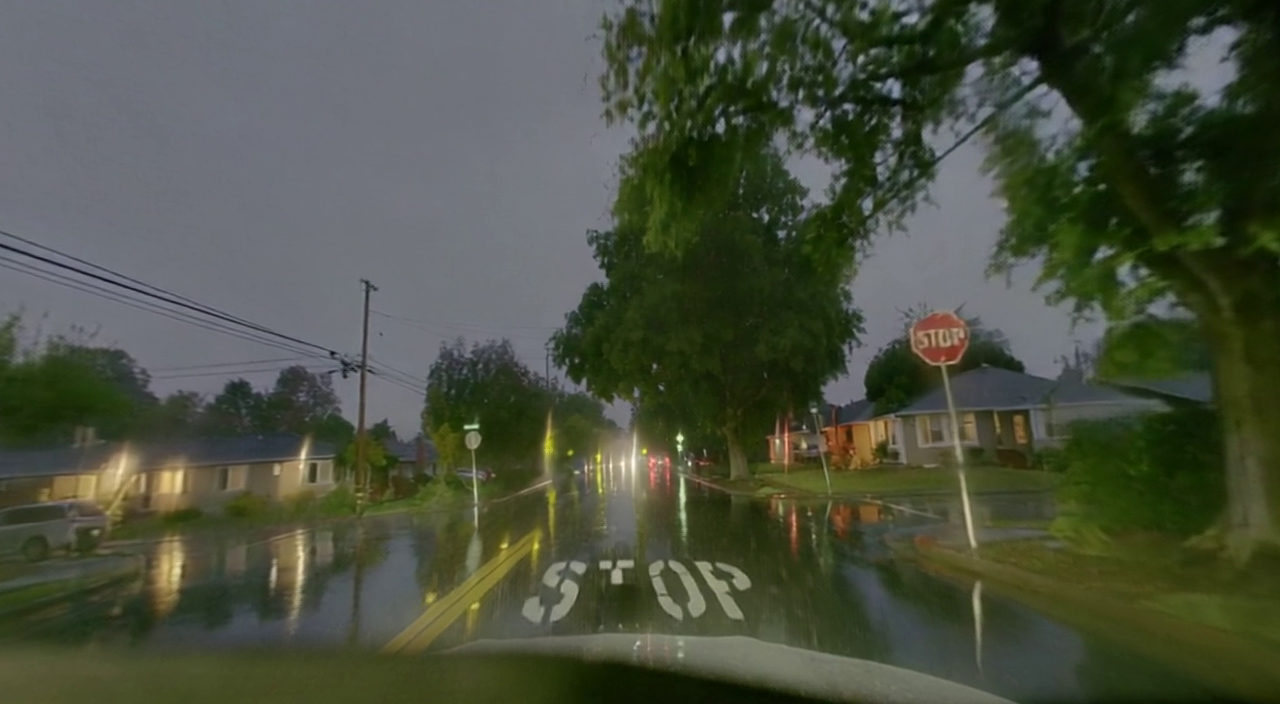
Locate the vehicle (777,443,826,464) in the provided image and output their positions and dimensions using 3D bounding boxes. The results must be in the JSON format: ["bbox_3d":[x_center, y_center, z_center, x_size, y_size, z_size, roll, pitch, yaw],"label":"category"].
[{"bbox_3d":[12.501,7.850,48.906,3.563,1.551,1.916,-2,-8,13],"label":"vehicle"}]

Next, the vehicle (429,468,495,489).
[{"bbox_3d":[-13.996,9.964,49.714,4.601,1.486,1.876,-3,-9,14],"label":"vehicle"}]

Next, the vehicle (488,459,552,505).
[{"bbox_3d":[-6.081,6.613,32.485,2.149,1.823,4.613,-6,-9,1],"label":"vehicle"}]
